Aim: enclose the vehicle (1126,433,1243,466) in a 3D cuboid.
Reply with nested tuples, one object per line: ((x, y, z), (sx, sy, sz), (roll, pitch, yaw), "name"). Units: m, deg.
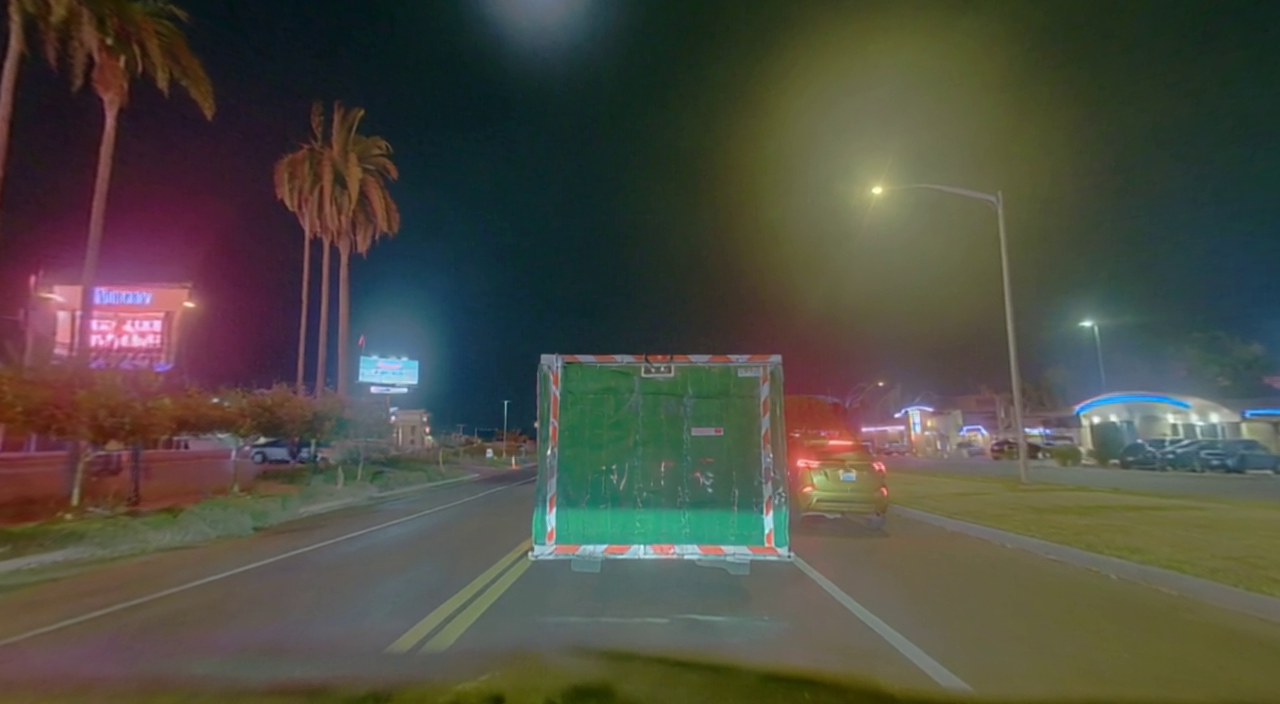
((28.559, 5.142, 33.130), (4.193, 1.633, 1.928), (-4, -9, 26), "vehicle")

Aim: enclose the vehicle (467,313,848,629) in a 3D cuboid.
((0.102, 1.315, 7.877), (2.728, 2.305, 6.506), (0, -8, 0), "vehicle")
